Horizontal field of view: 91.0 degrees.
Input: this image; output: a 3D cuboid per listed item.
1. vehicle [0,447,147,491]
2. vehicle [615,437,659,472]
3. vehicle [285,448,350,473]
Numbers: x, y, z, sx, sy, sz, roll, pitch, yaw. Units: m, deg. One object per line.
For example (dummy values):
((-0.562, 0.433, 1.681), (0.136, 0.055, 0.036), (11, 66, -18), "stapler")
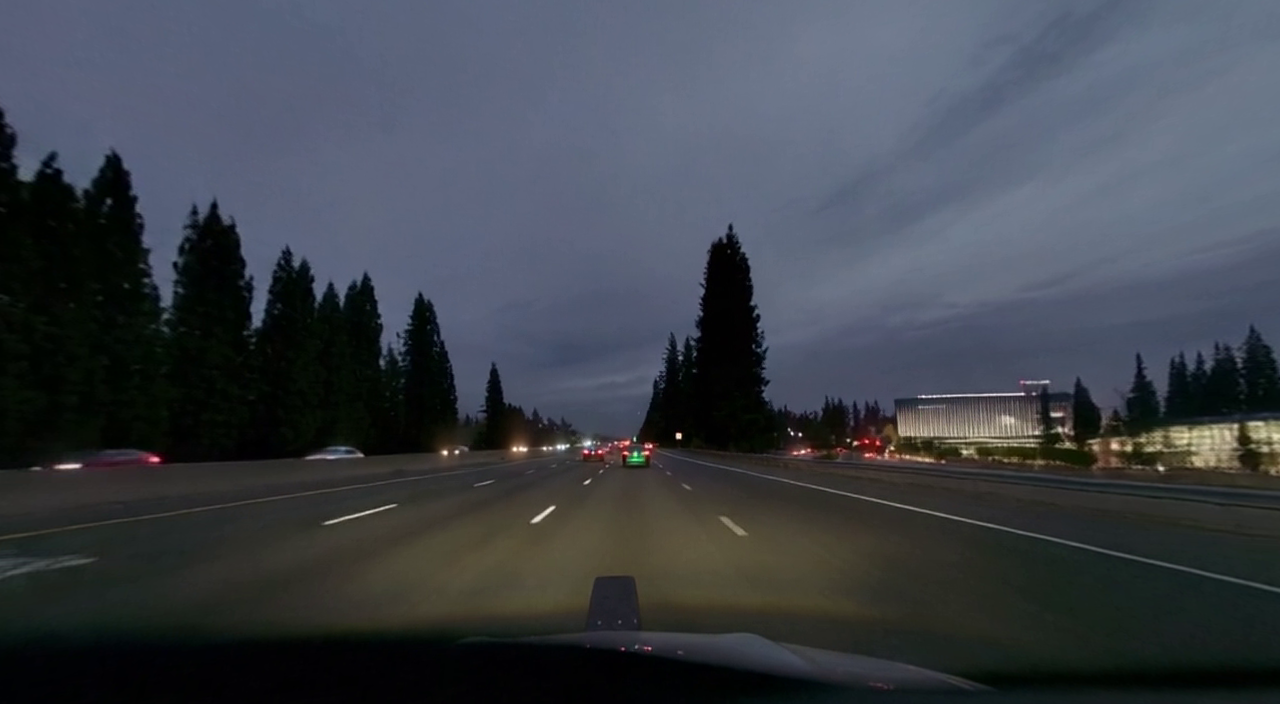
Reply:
((-26.508, 5.398, 29.636), (2.029, 1.816, 5.563), (0, -8, 0), "vehicle")
((-0.190, 5.764, 35.547), (2.302, 1.810, 4.707), (0, -8, -1), "vehicle")
((-22.759, 7.667, 44.646), (2.030, 1.605, 4.975), (0, -8, 0), "vehicle")
